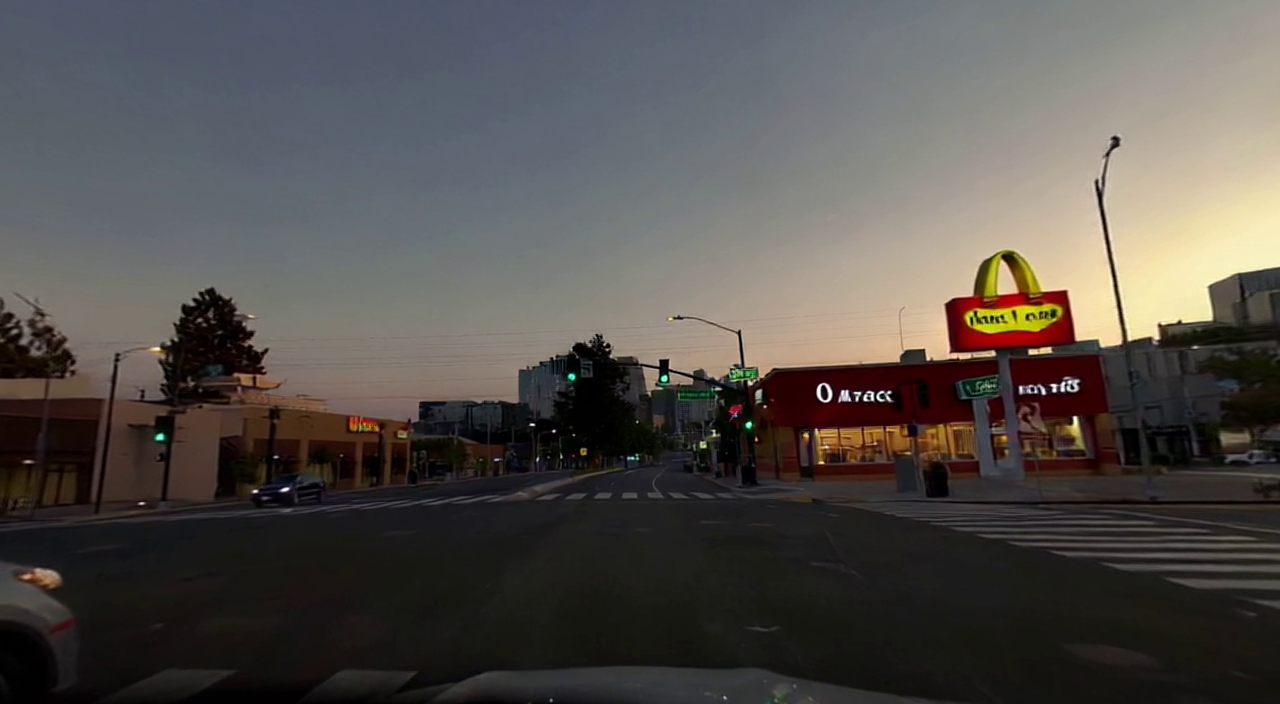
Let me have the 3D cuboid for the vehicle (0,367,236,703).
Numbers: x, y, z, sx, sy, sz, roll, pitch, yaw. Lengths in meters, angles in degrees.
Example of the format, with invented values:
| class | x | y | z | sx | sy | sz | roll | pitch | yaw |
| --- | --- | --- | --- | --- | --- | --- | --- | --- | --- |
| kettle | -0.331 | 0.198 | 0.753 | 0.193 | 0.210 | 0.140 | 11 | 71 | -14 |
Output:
| class | x | y | z | sx | sy | sz | roll | pitch | yaw |
| --- | --- | --- | --- | --- | --- | --- | --- | --- | --- |
| vehicle | -3.296 | 0.717 | 1.086 | 2.081 | 1.644 | 4.523 | 0 | -9 | 2 |

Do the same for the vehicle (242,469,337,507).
| class | x | y | z | sx | sy | sz | roll | pitch | yaw |
| --- | --- | --- | --- | --- | --- | --- | --- | --- | --- |
| vehicle | -16.015 | 6.198 | 29.068 | 1.931 | 1.471 | 4.152 | 0 | -9 | 1 |
